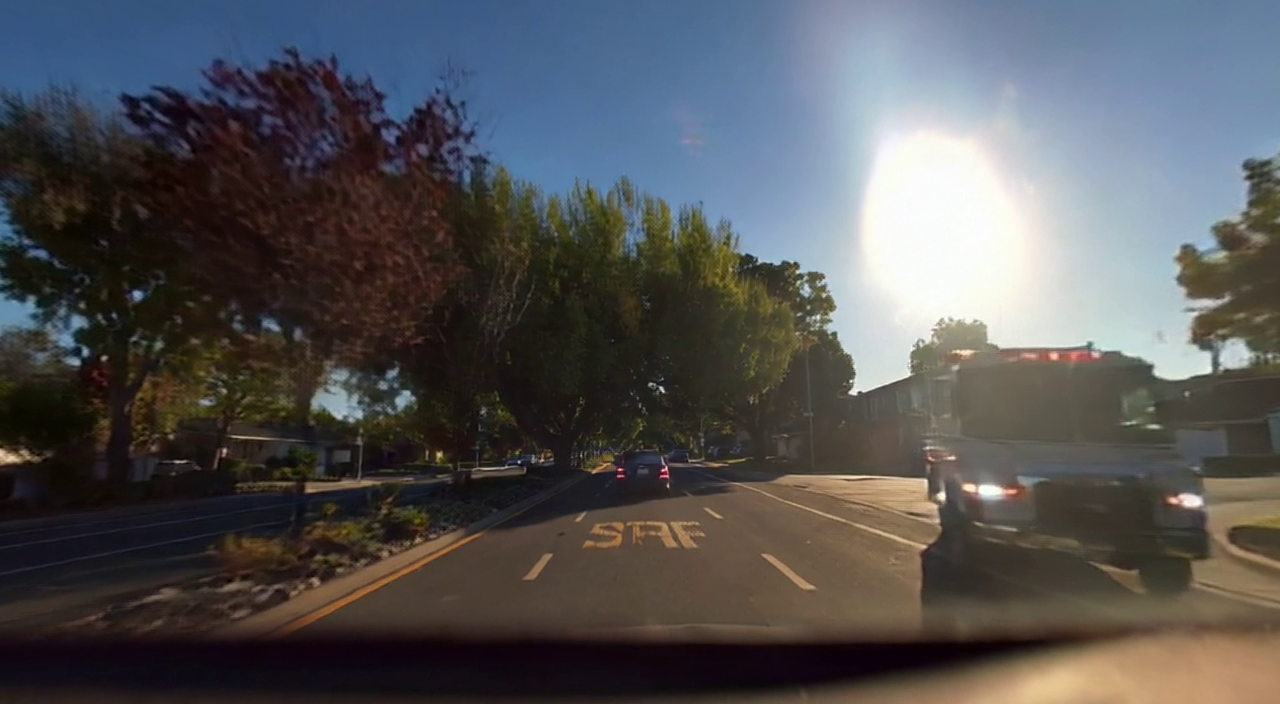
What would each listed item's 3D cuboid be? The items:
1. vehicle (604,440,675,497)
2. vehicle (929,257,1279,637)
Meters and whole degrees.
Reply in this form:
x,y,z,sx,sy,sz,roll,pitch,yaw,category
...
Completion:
x,y,z,sx,sy,sz,roll,pitch,yaw,category
0.015,3.745,20.642,2.106,1.655,3.717,0,-8,1,vehicle
5.205,1.181,7.762,2.654,2.824,5.794,-7,-11,24,vehicle
